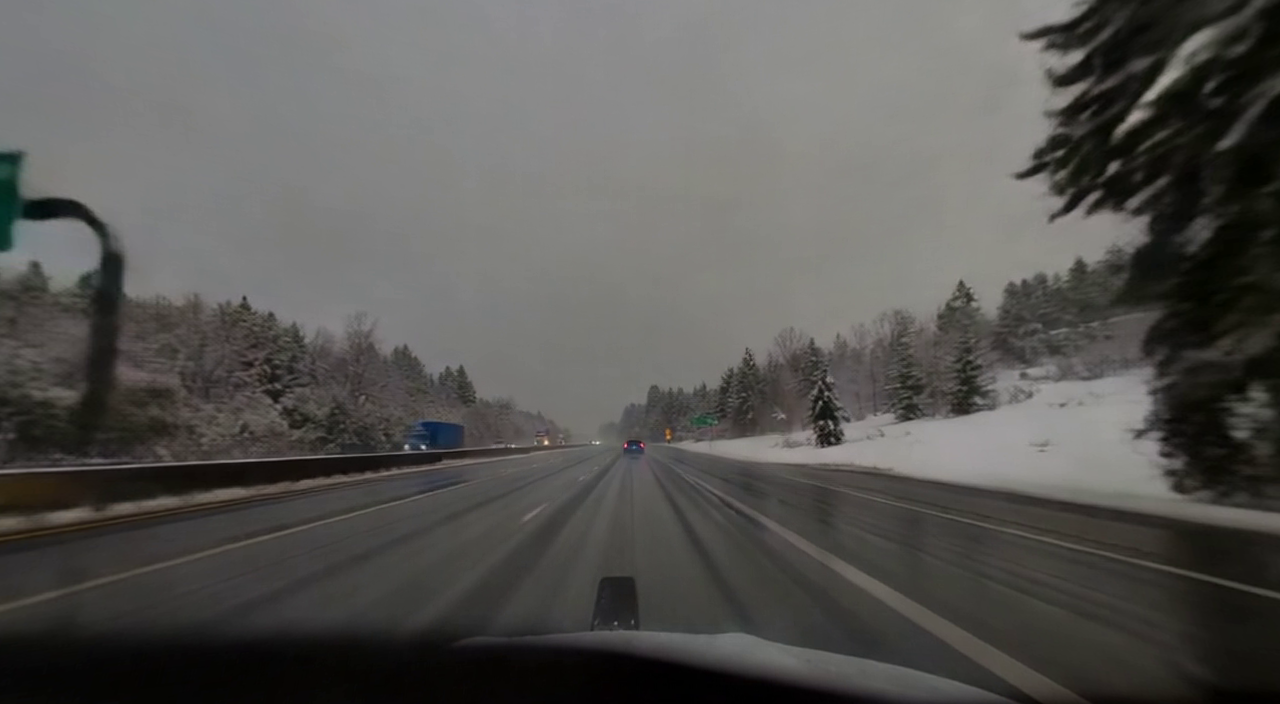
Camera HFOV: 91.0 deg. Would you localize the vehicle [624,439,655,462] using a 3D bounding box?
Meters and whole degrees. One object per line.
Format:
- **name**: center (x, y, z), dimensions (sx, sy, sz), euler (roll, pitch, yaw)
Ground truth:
- **vehicle**: center (-0.075, 6.774, 43.459), dimensions (2.028, 1.440, 3.690), euler (0, -8, -1)
